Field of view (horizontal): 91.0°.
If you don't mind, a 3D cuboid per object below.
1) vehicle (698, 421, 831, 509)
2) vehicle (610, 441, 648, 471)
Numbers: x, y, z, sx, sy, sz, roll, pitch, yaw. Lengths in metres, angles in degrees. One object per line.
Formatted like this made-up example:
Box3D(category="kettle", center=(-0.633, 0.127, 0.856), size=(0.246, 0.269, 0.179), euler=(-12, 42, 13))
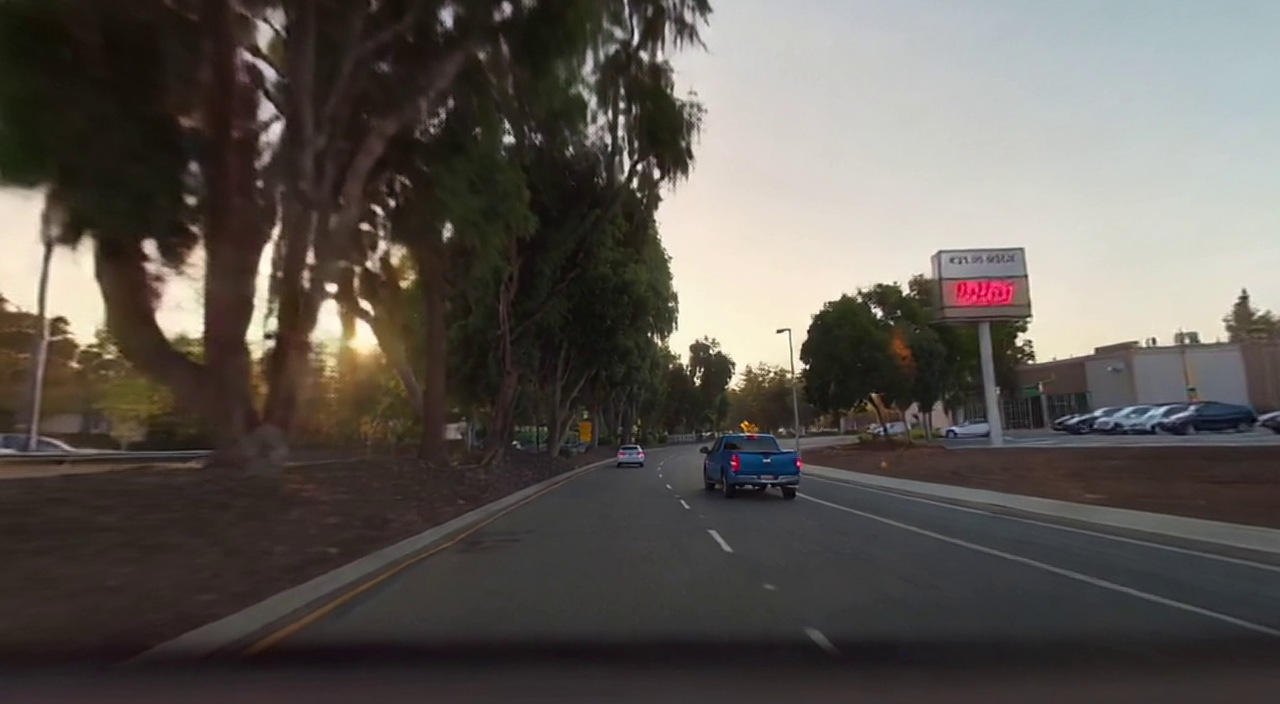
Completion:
Box3D(category="vehicle", center=(3.034, 2.944, 16.880), size=(2.367, 1.919, 5.651), euler=(0, -8, 0))
Box3D(category="vehicle", center=(-0.583, 5.683, 34.643), size=(1.968, 1.521, 4.262), euler=(0, -8, 0))
